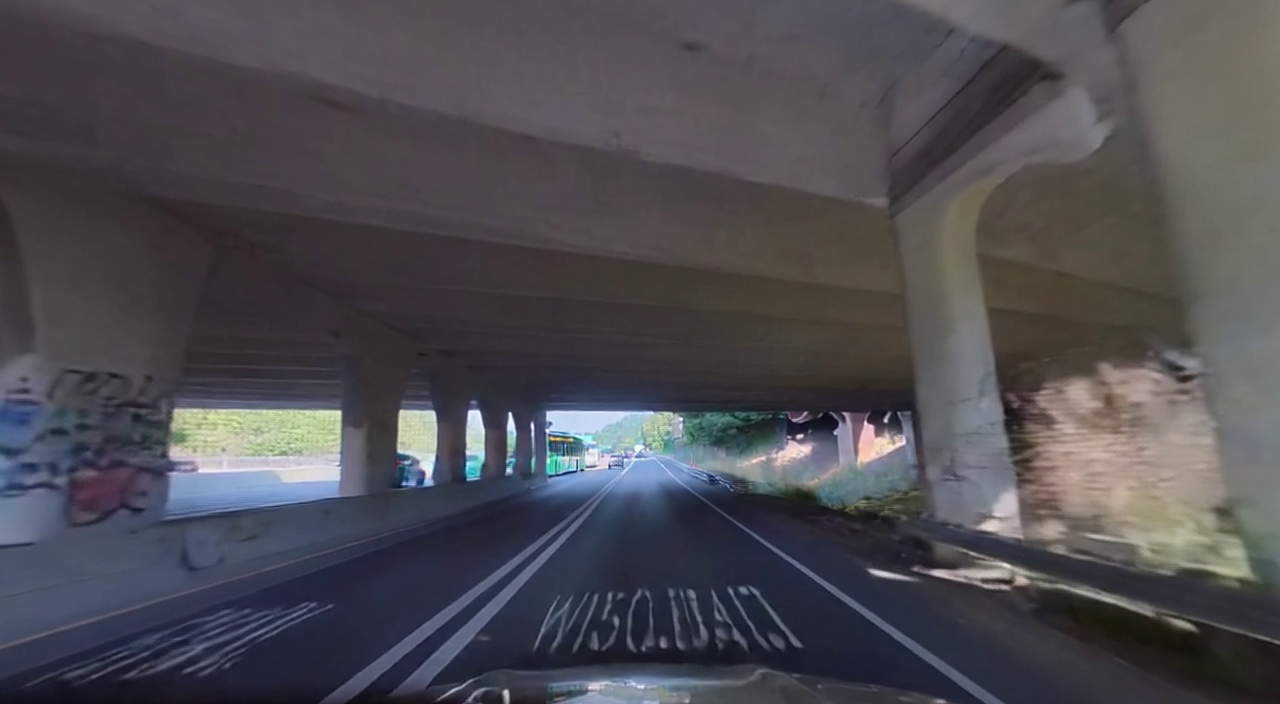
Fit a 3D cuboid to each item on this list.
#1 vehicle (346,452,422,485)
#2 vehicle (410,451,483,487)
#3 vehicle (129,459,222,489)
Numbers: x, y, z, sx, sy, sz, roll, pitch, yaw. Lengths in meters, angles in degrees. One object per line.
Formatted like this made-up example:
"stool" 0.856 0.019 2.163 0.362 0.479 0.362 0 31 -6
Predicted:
"vehicle" -13.665 6.239 34.035 2.059 1.615 4.688 0 -9 0
"vehicle" -9.235 5.599 30.549 1.979 1.600 4.516 0 -9 1
"vehicle" -25.883 6.810 35.376 1.846 1.463 4.395 0 -9 0
